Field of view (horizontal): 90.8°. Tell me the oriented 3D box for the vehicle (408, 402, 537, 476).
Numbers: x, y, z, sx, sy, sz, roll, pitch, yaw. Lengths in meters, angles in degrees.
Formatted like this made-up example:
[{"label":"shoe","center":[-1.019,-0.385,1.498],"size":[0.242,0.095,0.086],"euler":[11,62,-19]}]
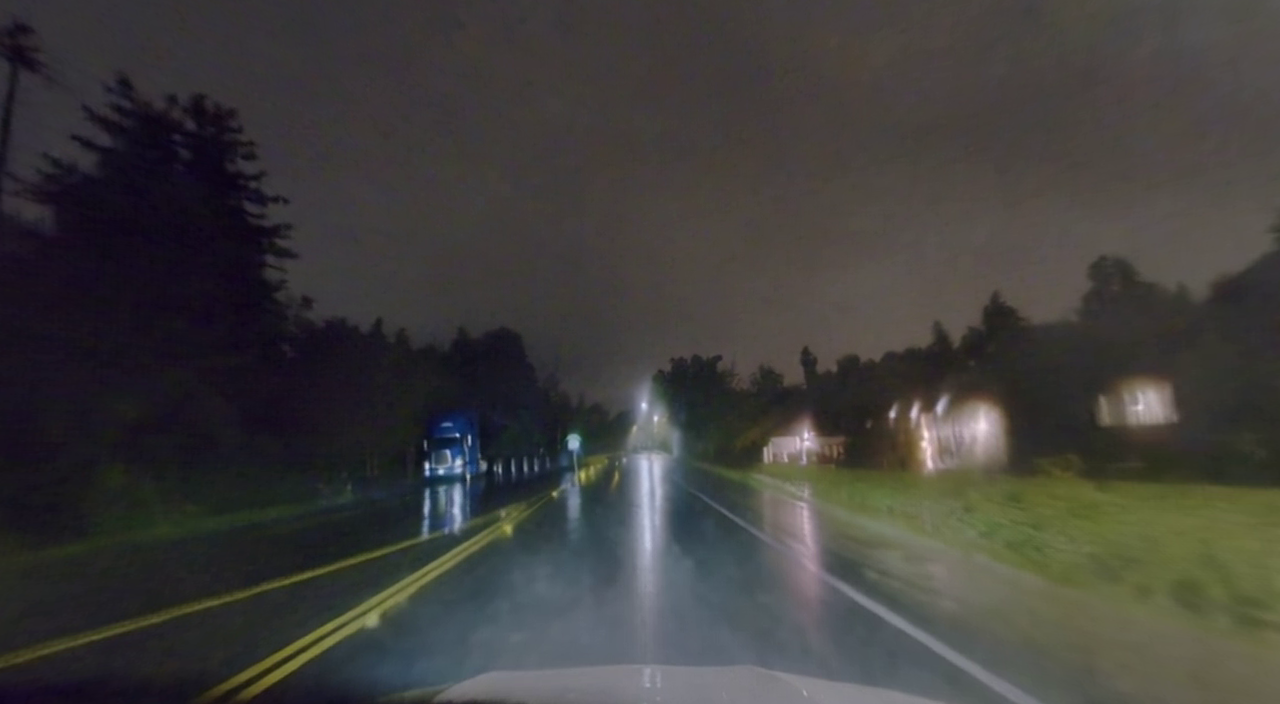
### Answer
[{"label":"vehicle","center":[-9.689,5.495,38.160],"size":[5.596,3.130,8.972],"euler":[-4,-14,-2]}]
